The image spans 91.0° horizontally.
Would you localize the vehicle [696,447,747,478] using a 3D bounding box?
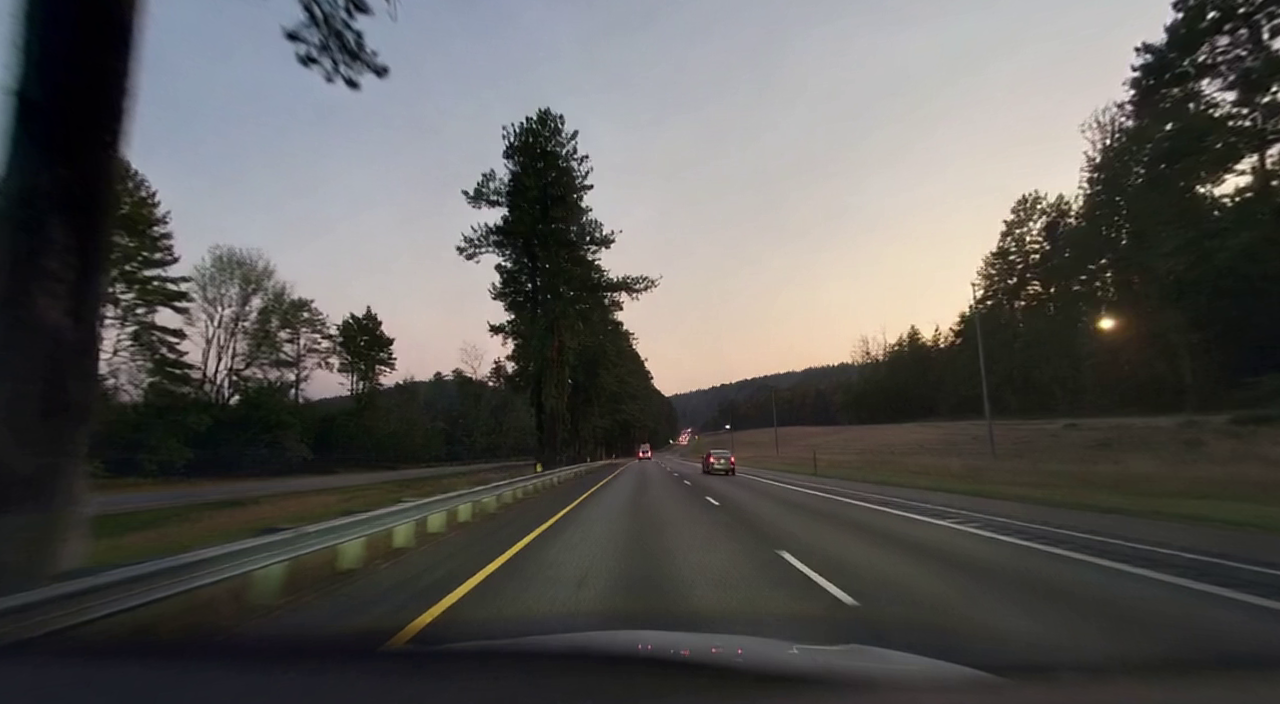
[{"bbox_3d":[4.257,5.868,33.642,2.115,1.522,4.330,0,-9,0],"label":"vehicle"}]
